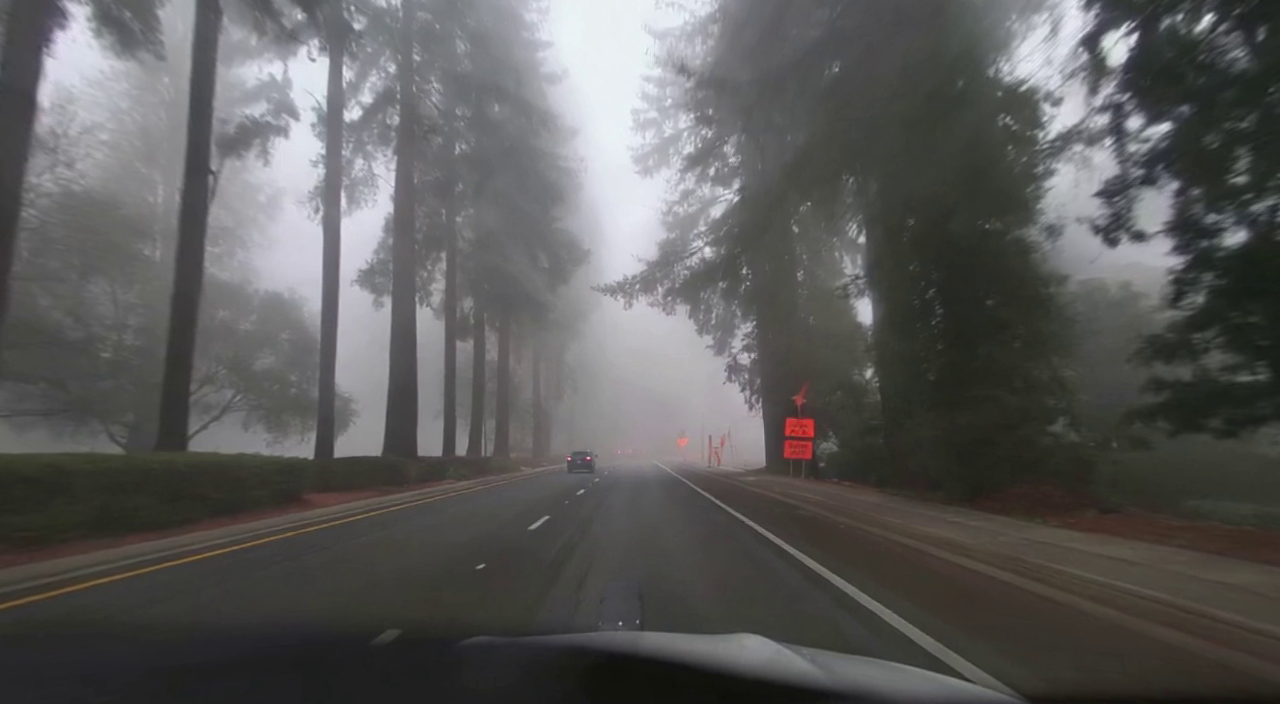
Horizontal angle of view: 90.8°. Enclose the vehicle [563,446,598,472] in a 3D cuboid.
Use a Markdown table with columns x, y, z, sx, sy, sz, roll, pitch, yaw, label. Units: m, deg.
| x | y | z | sx | sy | sz | roll | pitch | yaw | label |
| --- | --- | --- | --- | --- | --- | --- | --- | --- | --- |
| -3.924 | 7.145 | 42.336 | 1.992 | 1.608 | 3.868 | 0 | -9 | 0 | vehicle |
